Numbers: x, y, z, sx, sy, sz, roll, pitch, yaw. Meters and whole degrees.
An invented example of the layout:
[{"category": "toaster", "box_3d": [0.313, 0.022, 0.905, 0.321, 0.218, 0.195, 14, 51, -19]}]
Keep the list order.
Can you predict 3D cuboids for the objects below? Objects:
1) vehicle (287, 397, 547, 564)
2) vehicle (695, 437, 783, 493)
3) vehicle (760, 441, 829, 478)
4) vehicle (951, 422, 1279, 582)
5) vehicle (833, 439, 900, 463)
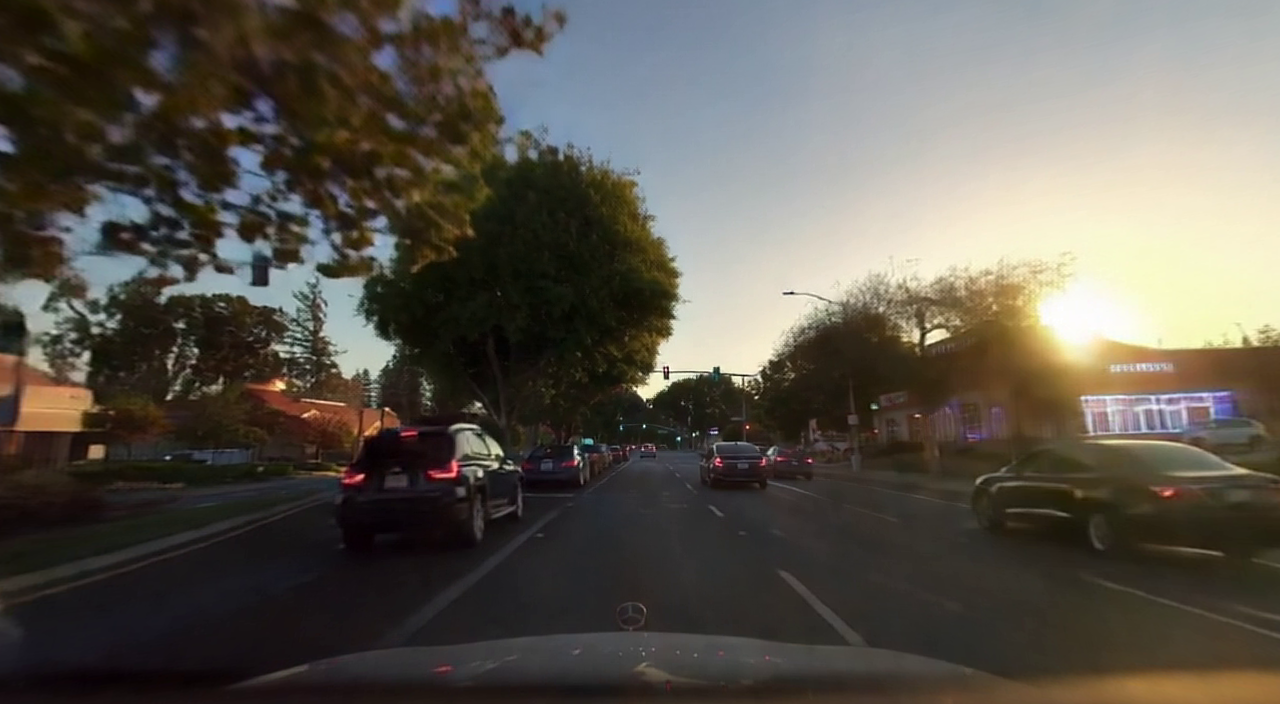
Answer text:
[{"category": "vehicle", "box_3d": [-2.761, 1.738, 9.143, 2.117, 1.799, 4.442, 0, -9, 0]}, {"category": "vehicle", "box_3d": [2.885, 3.429, 19.393, 2.004, 1.512, 4.206, 0, -9, 0]}, {"category": "vehicle", "box_3d": [7.095, 4.987, 29.547, 2.070, 1.547, 4.941, 0, -9, 1]}, {"category": "vehicle", "box_3d": [6.371, 1.825, 8.563, 1.881, 1.540, 4.750, 0, -9, 1]}, {"category": "vehicle", "box_3d": [16.258, 7.109, 45.182, 4.337, 1.614, 2.043, 4, -10, -29]}]
